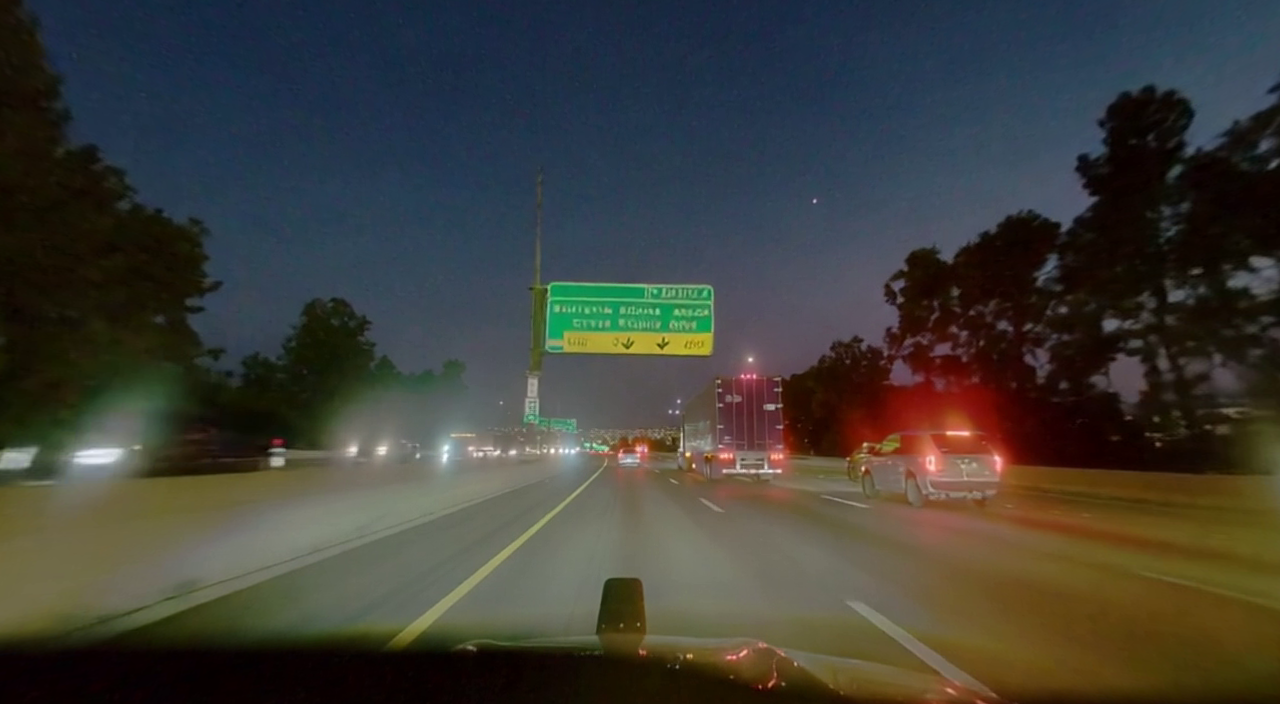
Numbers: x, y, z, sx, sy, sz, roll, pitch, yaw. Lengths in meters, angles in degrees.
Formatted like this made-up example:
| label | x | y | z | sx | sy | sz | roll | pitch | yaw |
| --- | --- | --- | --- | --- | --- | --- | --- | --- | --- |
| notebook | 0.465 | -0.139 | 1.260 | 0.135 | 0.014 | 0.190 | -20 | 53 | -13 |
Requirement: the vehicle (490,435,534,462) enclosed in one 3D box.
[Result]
| label | x | y | z | sx | sy | sz | roll | pitch | yaw |
| --- | --- | --- | --- | --- | --- | --- | --- | --- | --- |
| vehicle | -9.341 | 7.103 | 46.398 | 2.221 | 1.825 | 4.781 | 0 | -9 | -1 |

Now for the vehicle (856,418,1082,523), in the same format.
| label | x | y | z | sx | sy | sz | roll | pitch | yaw |
| --- | --- | --- | --- | --- | --- | --- | --- | --- | --- |
| vehicle | 6.825 | 2.534 | 13.964 | 2.128 | 1.872 | 5.043 | 0 | -9 | -2 |

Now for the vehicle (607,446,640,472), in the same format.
| label | x | y | z | sx | sy | sz | roll | pitch | yaw |
| --- | --- | --- | --- | --- | --- | --- | --- | --- | --- |
| vehicle | -1.095 | 7.035 | 41.482 | 2.111 | 1.599 | 3.859 | 0 | -9 | -2 |

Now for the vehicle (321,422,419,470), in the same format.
| label | x | y | z | sx | sy | sz | roll | pitch | yaw |
| --- | --- | --- | --- | --- | --- | --- | --- | --- | --- |
| vehicle | -12.204 | 4.351 | 29.025 | 2.154 | 2.002 | 5.366 | 0 | -9 | 0 |

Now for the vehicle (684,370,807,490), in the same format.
| label | x | y | z | sx | sy | sz | roll | pitch | yaw |
| --- | --- | --- | --- | --- | --- | --- | --- | --- | --- |
| vehicle | 4.000 | 3.686 | 28.140 | 2.890 | 4.006 | 14.039 | 0 | -9 | -1 |

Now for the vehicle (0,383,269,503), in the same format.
| label | x | y | z | sx | sy | sz | roll | pitch | yaw |
| --- | --- | --- | --- | --- | --- | --- | --- | --- | --- |
| vehicle | -8.712 | 1.577 | 10.814 | 2.011 | 1.632 | 4.371 | 0 | -9 | 0 |
